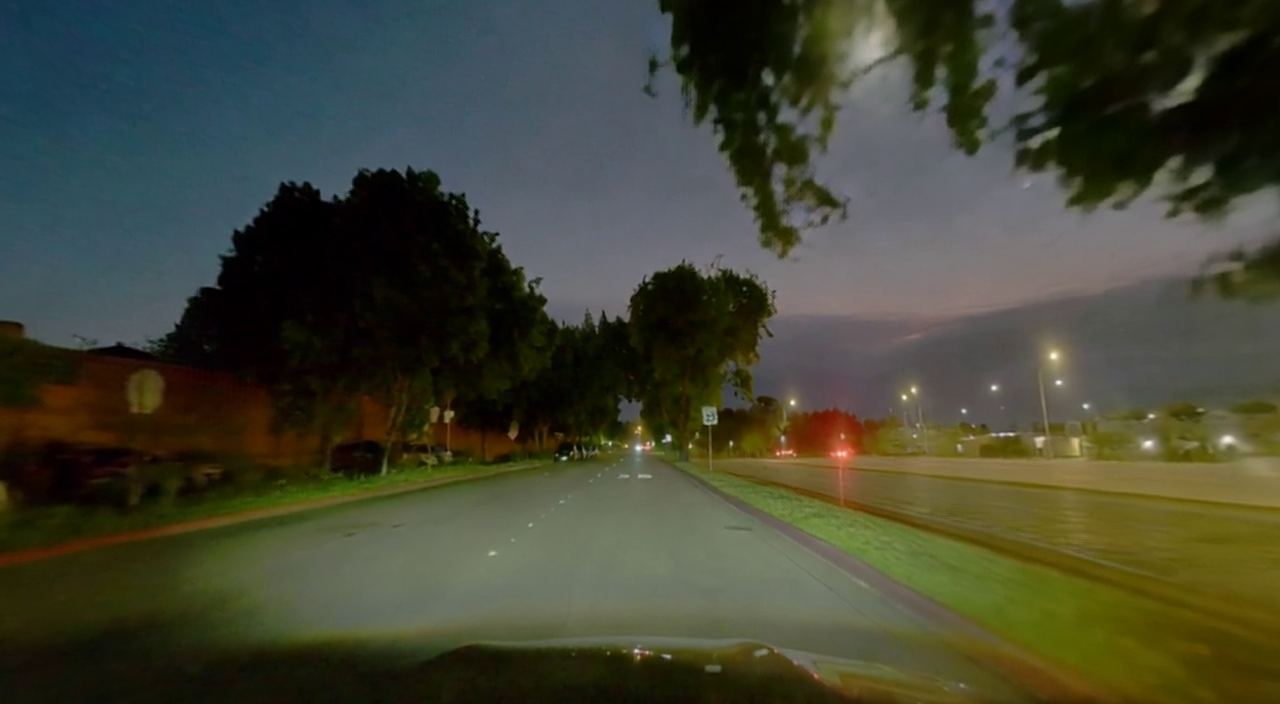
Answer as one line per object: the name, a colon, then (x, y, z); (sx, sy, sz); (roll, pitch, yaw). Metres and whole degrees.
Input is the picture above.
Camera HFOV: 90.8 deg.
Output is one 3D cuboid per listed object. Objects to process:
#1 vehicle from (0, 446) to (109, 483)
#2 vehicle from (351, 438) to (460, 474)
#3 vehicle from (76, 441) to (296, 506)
vehicle: (-26.879, 4.960, 28.071); (4.736, 1.516, 1.937); (0, -8, 0)
vehicle: (-13.585, 6.074, 36.887); (5.428, 1.908, 2.196); (1, -8, -1)
vehicle: (-13.184, 3.519, 18.609); (4.870, 1.767, 2.120); (-1, -8, 2)
